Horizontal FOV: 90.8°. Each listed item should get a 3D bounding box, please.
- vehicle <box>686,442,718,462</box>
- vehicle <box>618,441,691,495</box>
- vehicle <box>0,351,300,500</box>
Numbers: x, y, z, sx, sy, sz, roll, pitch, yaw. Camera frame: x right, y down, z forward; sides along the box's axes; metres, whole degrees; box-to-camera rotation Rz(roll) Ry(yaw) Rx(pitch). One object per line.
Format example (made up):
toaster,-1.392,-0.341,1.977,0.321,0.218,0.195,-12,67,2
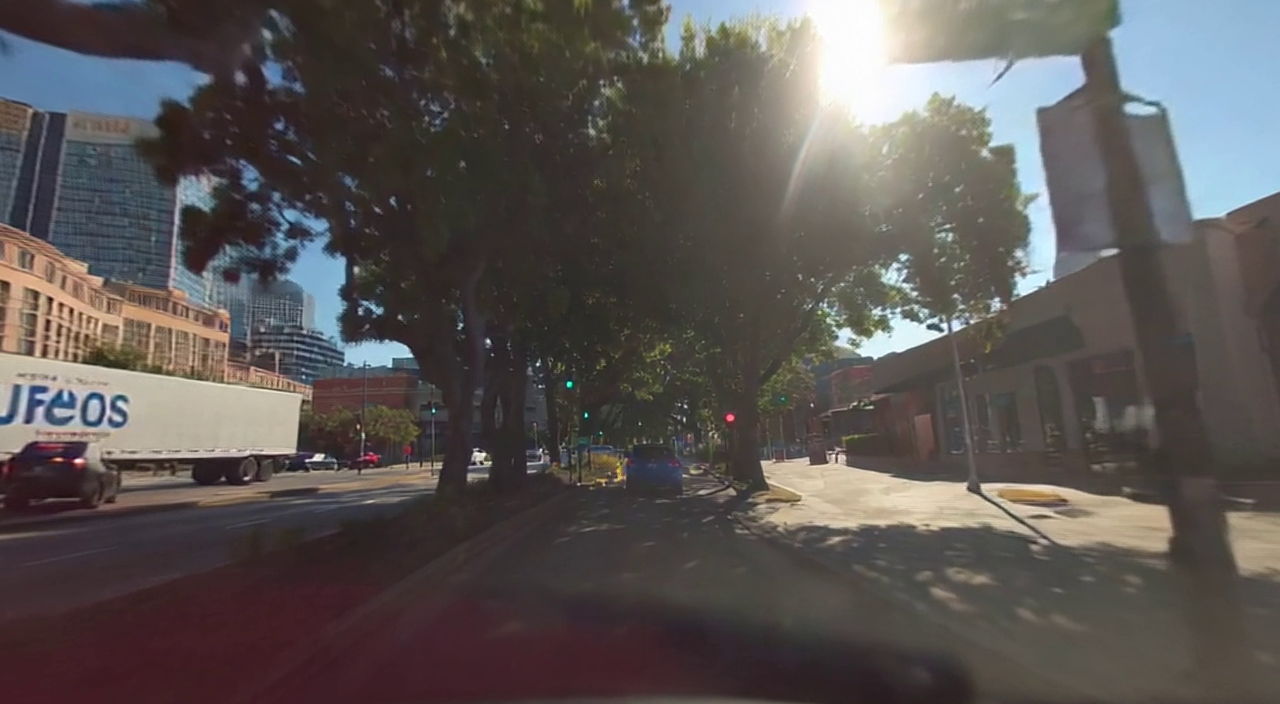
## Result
vehicle,4.900,7.844,49.576,2.012,1.468,4.169,-1,-9,11
vehicle,0.487,3.510,19.534,2.006,1.470,3.799,0,-9,3
vehicle,-17.436,2.541,20.819,2.792,4.025,11.784,-3,-9,20
